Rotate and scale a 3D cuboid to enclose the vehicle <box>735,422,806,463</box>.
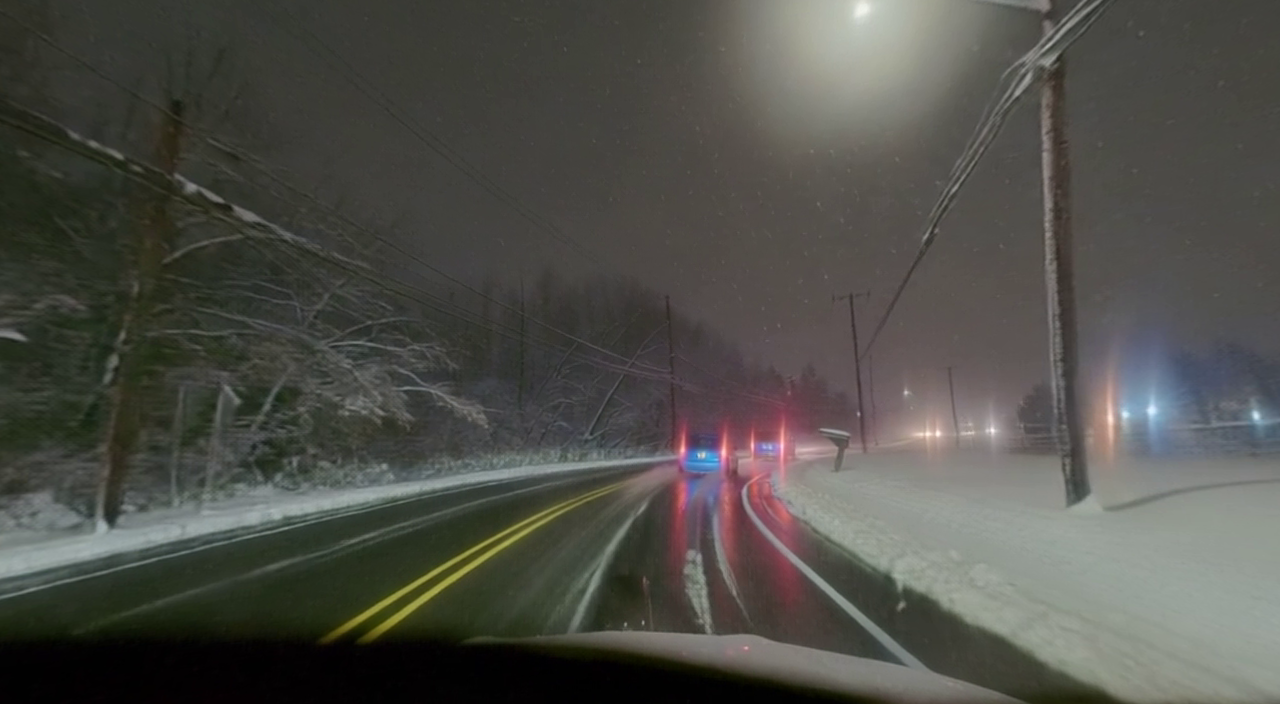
[{"bbox_3d":[7.668,5.217,36.425,2.376,2.145,5.953,-4,-9,27],"label":"vehicle"}]

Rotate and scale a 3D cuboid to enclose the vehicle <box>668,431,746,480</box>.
[{"bbox_3d":[2.538,3.735,23.021,2.157,1.565,4.243,-2,-9,15],"label":"vehicle"}]
